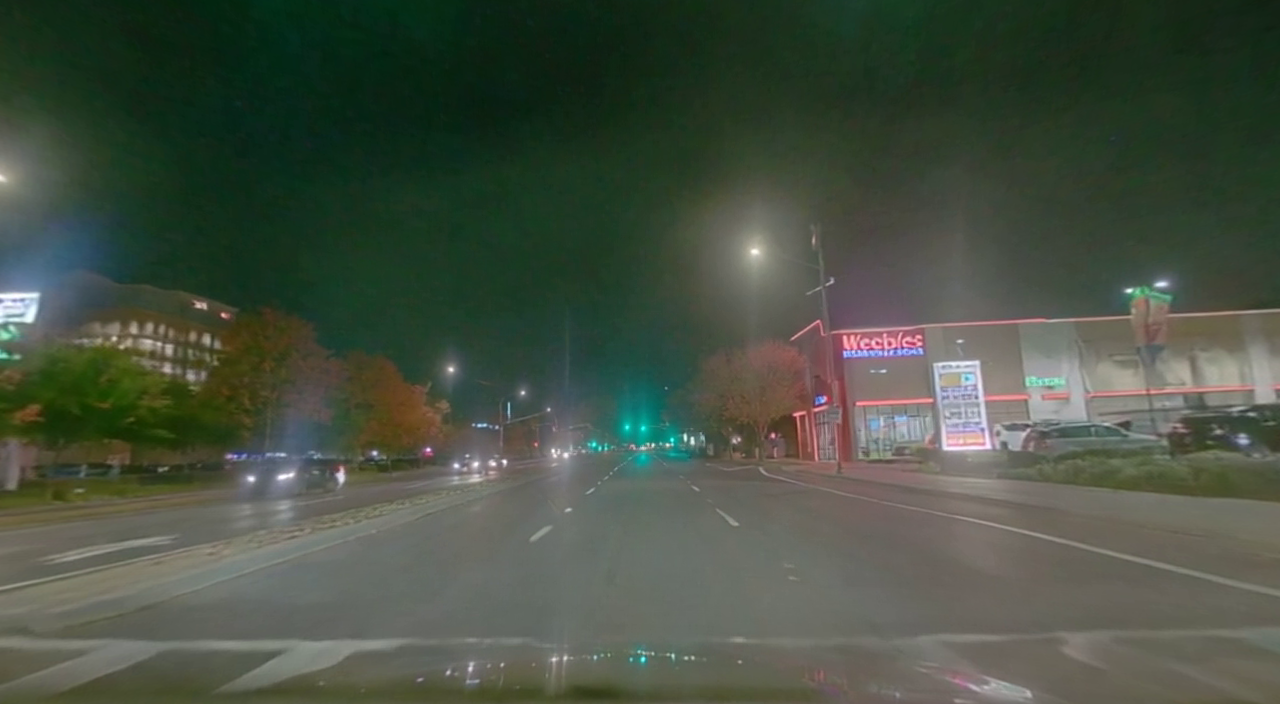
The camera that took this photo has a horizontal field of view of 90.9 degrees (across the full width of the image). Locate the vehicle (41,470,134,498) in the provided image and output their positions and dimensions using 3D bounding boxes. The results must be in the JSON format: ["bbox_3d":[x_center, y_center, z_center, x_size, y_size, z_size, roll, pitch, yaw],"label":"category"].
[{"bbox_3d":[-31.635,7.551,36.187,3.590,1.441,1.605,2,-9,-15],"label":"vehicle"}]

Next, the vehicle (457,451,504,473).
[{"bbox_3d":[-11.383,7.862,45.237,2.241,1.455,4.343,0,-8,0],"label":"vehicle"}]

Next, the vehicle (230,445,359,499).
[{"bbox_3d":[-14.731,5.080,27.394,2.315,1.998,5.808,-2,-8,0],"label":"vehicle"}]
